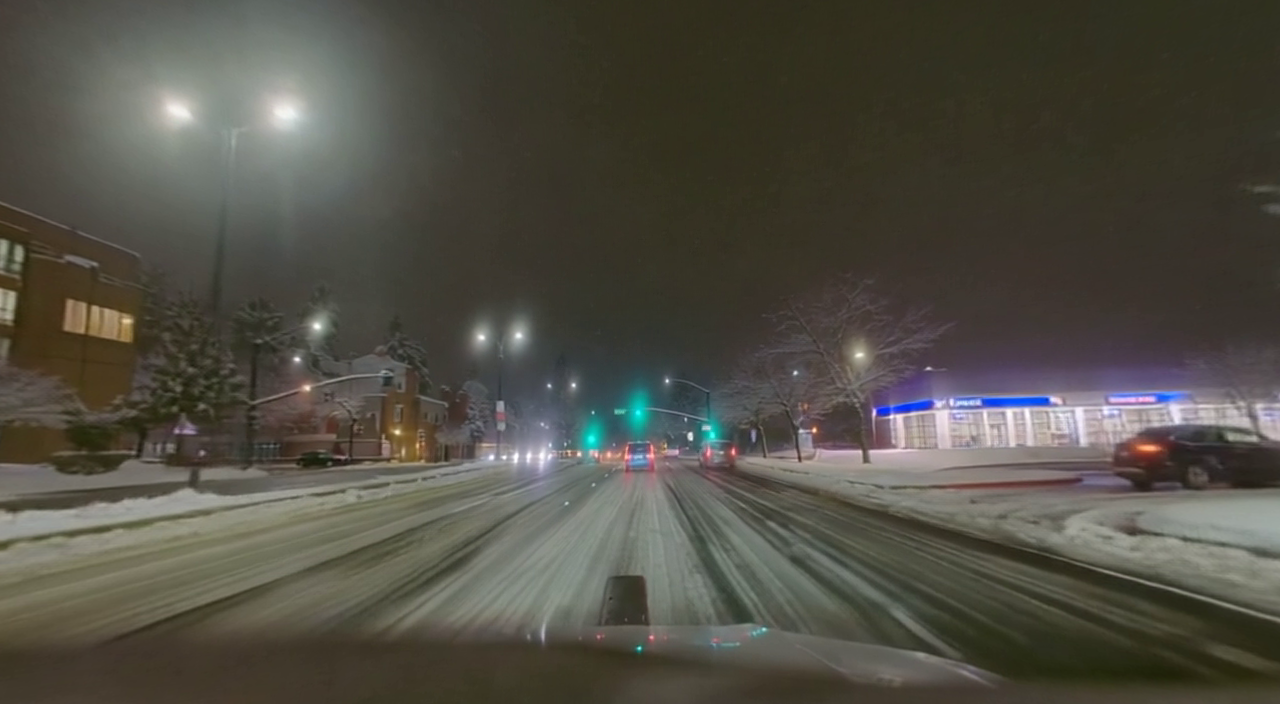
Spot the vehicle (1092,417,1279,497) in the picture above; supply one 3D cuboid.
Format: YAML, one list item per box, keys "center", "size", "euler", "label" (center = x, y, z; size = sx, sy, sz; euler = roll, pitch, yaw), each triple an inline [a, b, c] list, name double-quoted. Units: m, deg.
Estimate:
- center: [14.552, 2.583, 15.831]
  size: [4.775, 1.728, 1.996]
  euler: [-2, -9, -1]
  label: "vehicle"

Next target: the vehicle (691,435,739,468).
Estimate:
- center: [4.108, 5.528, 35.057]
  size: [2.007, 1.683, 4.171]
  euler: [0, -8, -2]
  label: "vehicle"

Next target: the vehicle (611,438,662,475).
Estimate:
- center: [-0.149, 4.604, 27.943]
  size: [2.059, 1.477, 3.988]
  euler: [0, -8, 0]
  label: "vehicle"
